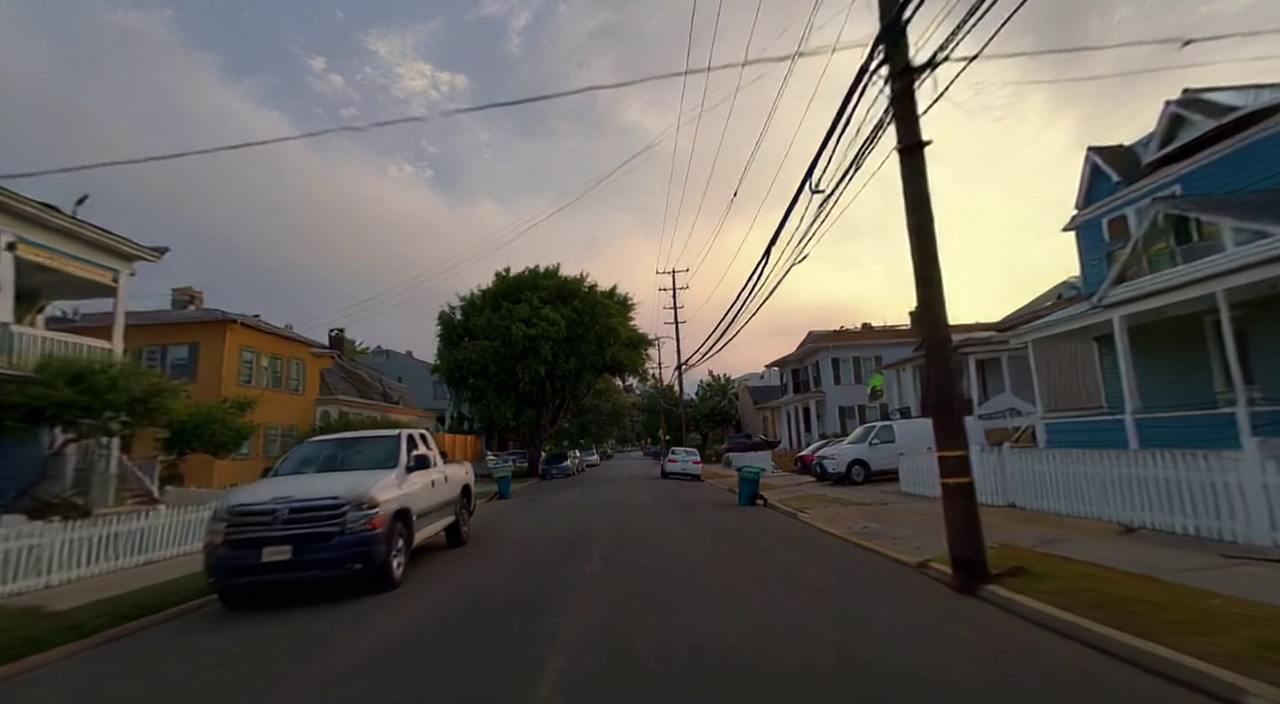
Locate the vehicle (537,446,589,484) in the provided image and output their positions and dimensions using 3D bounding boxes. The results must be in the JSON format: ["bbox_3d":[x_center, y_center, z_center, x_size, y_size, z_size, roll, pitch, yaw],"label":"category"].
[{"bbox_3d":[-4.365,6.429,36.508,2.204,1.655,4.813,-8,-8,-1],"label":"vehicle"}]

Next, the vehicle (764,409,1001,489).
[{"bbox_3d":[6.773,2.747,18.206,5.974,2.066,2.152,1,-7,-1],"label":"vehicle"}]

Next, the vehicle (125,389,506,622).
[{"bbox_3d":[-3.742,1.839,8.926,2.399,2.085,5.589,-3,-8,0],"label":"vehicle"}]

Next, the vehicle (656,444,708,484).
[{"bbox_3d":[1.889,5.217,29.852,2.043,1.631,4.613,0,-8,-1],"label":"vehicle"}]

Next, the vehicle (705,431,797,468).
[{"bbox_3d":[6.887,6.093,39.554,5.274,2.170,2.205,1,-7,-3],"label":"vehicle"}]
